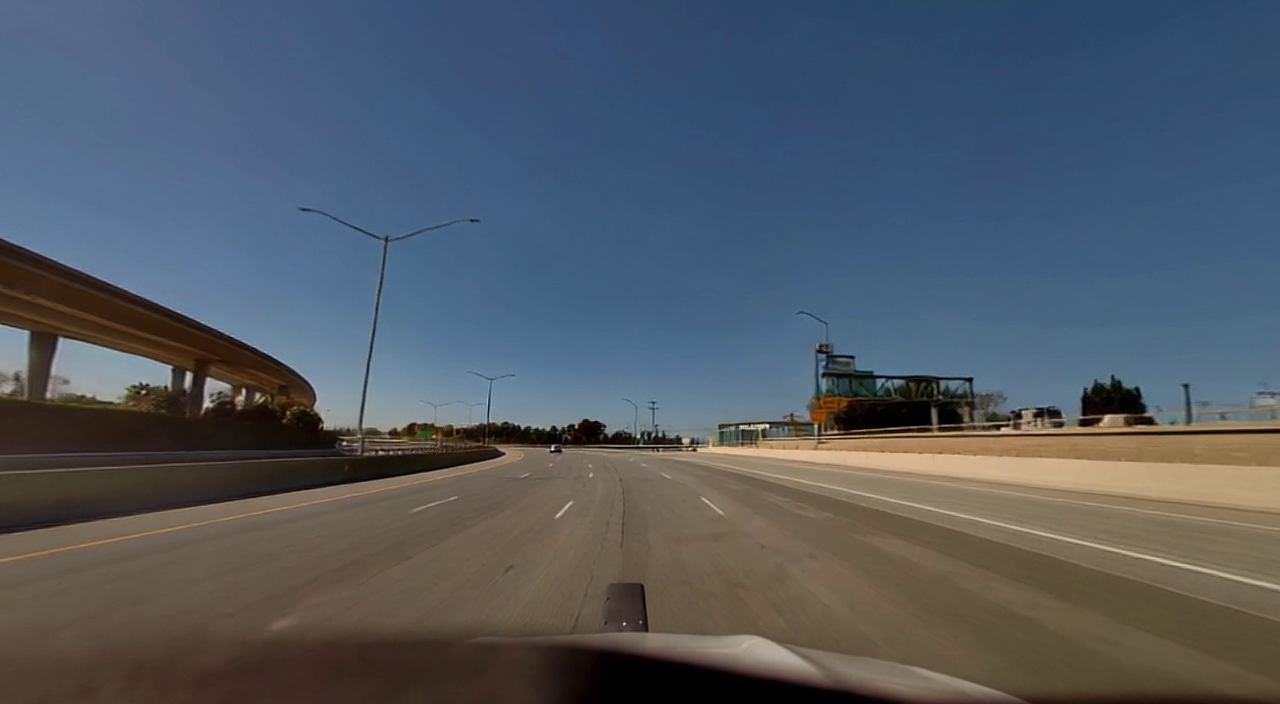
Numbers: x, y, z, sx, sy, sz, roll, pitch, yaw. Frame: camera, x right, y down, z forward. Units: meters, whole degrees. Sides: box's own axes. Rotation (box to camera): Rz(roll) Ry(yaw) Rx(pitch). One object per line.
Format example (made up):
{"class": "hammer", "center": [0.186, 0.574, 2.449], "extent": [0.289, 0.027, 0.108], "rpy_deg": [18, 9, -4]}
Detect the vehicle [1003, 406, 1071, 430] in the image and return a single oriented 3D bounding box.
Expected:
{"class": "vehicle", "center": [27.112, 4.567, 43.204], "extent": [1.944, 1.461, 3.689], "rpy_deg": [1, -8, -6]}
